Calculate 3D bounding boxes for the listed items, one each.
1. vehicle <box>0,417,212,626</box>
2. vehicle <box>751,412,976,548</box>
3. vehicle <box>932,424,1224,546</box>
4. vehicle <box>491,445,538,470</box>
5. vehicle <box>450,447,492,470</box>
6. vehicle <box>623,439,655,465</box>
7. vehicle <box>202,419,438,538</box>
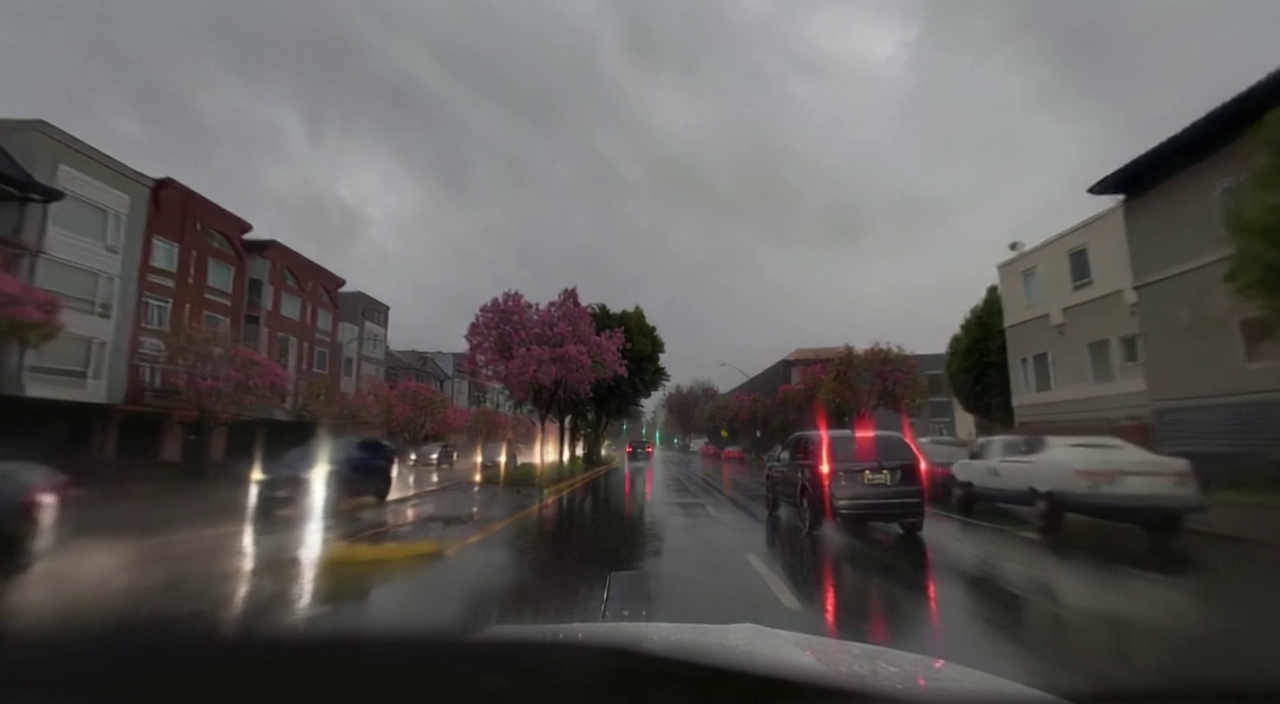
[{"bbox_3d":[-5.657,1.225,4.349,2.012,1.501,4.626,-2,-7,3],"label":"vehicle"},{"bbox_3d":[3.320,2.004,10.546,2.071,1.747,4.549,0,-8,0],"label":"vehicle"},{"bbox_3d":[7.264,2.217,11.259,2.022,1.714,4.550,0,-8,2],"label":"vehicle"},{"bbox_3d":[-7.778,6.565,39.393,1.931,1.491,4.026,0,-8,2],"label":"vehicle"},{"bbox_3d":[-11.615,7.321,43.511,1.779,1.495,3.766,0,-8,2],"label":"vehicle"},{"bbox_3d":[-0.045,7.256,45.833,2.244,1.813,4.129,0,-8,1],"label":"vehicle"},{"bbox_3d":[-5.685,2.255,12.098,2.034,1.771,4.795,-1,-7,0],"label":"vehicle"}]
